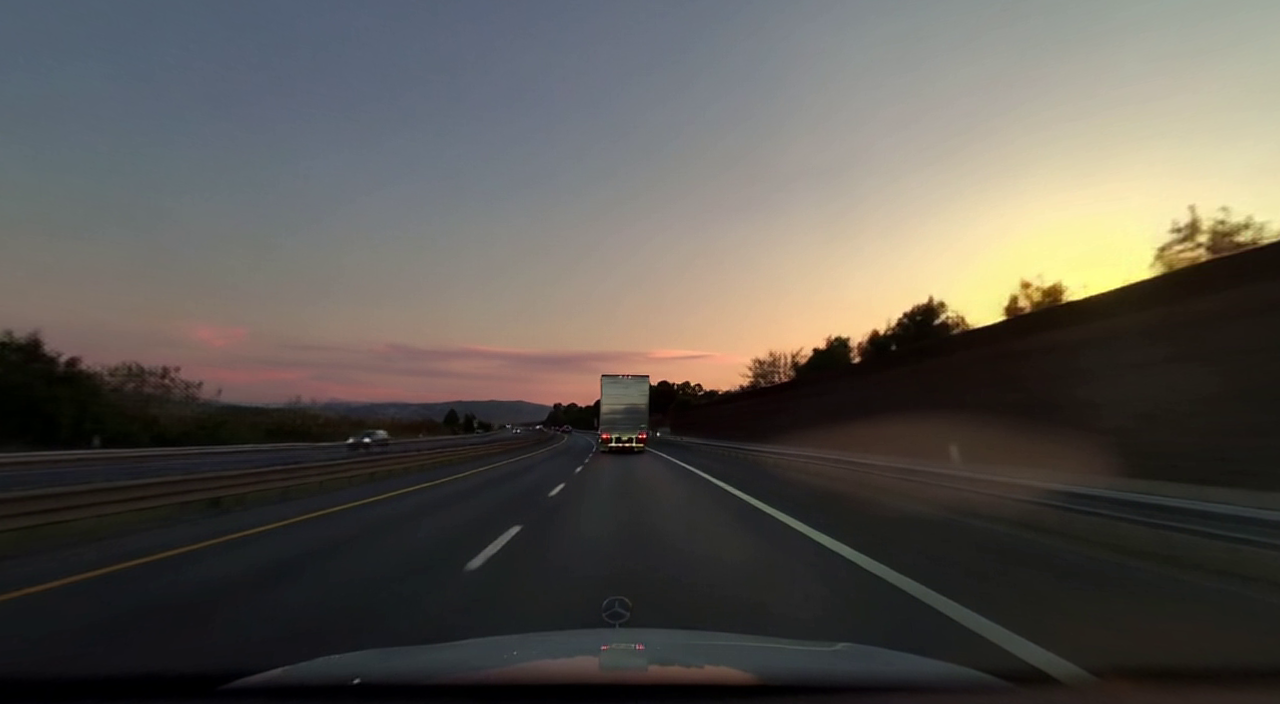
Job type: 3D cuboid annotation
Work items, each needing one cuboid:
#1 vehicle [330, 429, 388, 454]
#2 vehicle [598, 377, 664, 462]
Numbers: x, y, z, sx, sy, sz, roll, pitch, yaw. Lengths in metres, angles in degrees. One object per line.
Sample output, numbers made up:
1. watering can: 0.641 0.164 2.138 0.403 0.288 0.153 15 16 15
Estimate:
1. vehicle: -18.340 5.849 41.320 1.879 1.515 4.554 0 -8 -2
2. vehicle: -0.633 3.828 34.500 3.023 3.965 10.402 0 -8 -2
